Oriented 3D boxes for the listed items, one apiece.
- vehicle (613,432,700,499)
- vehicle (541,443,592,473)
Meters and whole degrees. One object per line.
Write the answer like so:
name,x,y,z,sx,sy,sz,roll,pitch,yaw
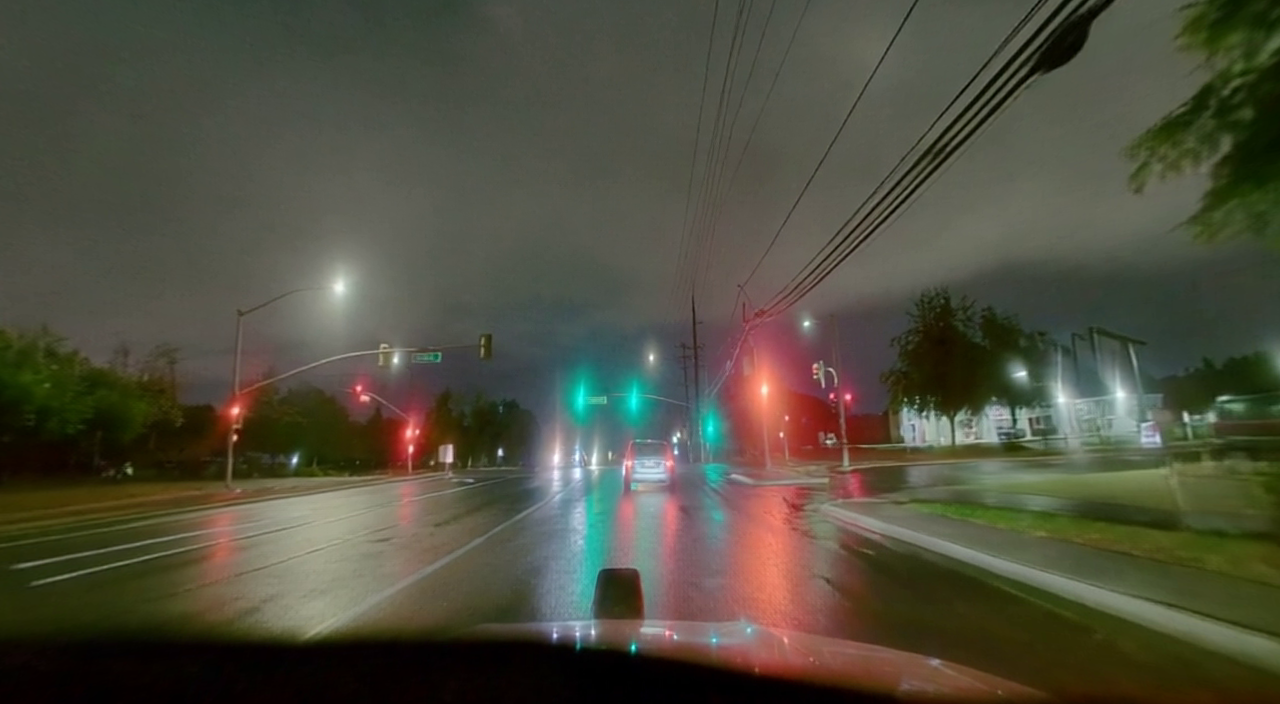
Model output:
vehicle,0.403,3.111,17.681,2.156,1.636,3.923,0,-8,0
vehicle,-3.792,5.572,33.353,2.153,1.474,4.284,0,-8,1
